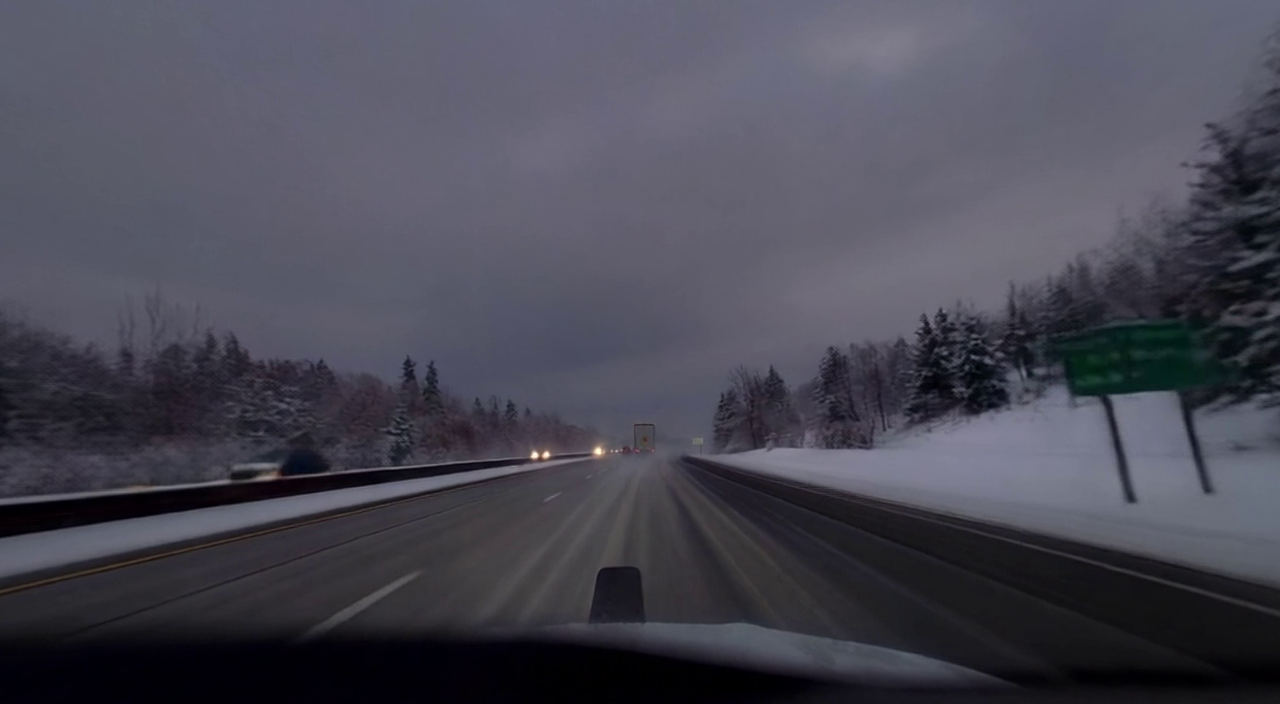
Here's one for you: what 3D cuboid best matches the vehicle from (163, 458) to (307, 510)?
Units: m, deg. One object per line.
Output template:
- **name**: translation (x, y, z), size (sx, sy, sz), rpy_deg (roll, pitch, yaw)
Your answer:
- **vehicle**: translation (-13.866, 4.501, 22.008), size (1.938, 1.545, 4.630), rpy_deg (0, -9, 0)
